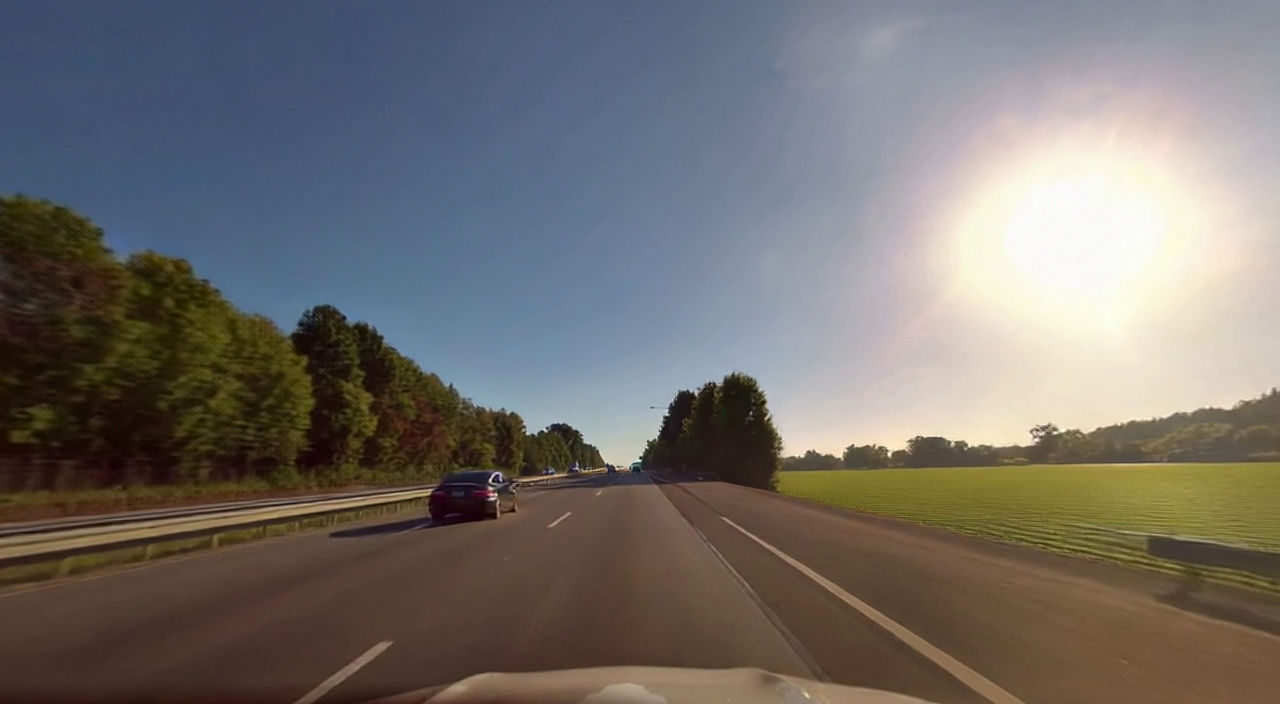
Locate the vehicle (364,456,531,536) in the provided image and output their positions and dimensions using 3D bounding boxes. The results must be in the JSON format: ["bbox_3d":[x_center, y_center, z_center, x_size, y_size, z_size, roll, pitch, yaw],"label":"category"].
[{"bbox_3d":[-3.978,3.107,14.063,2.183,1.435,4.653,0,-10,1],"label":"vehicle"}]
